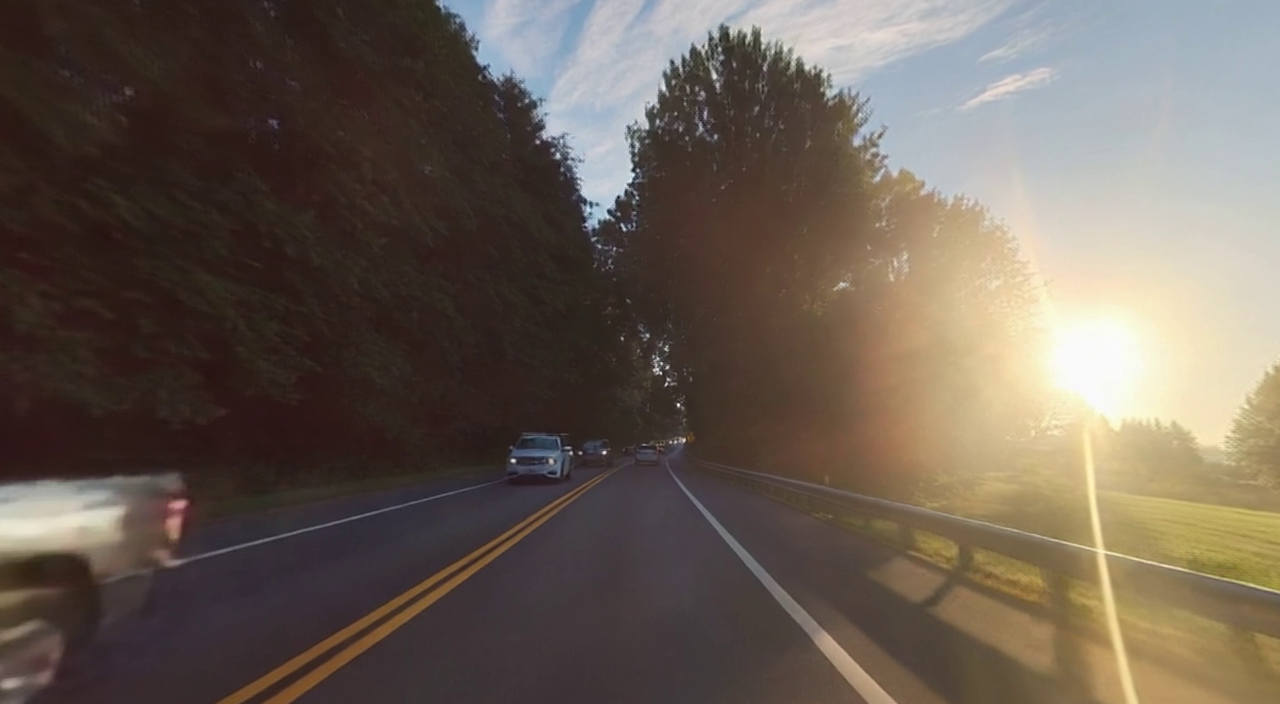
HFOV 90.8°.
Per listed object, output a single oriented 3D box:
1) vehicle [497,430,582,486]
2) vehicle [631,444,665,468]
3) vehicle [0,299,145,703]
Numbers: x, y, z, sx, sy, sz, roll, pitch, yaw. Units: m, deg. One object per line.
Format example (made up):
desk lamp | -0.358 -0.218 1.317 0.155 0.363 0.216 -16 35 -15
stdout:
vehicle | -3.950 4.347 26.029 2.461 2.030 5.478 -1 -9 2
vehicle | 0.526 6.772 41.232 2.067 1.486 3.861 -1 -9 1
vehicle | -4.689 0.520 1.335 2.479 2.208 5.780 -1 -9 1
